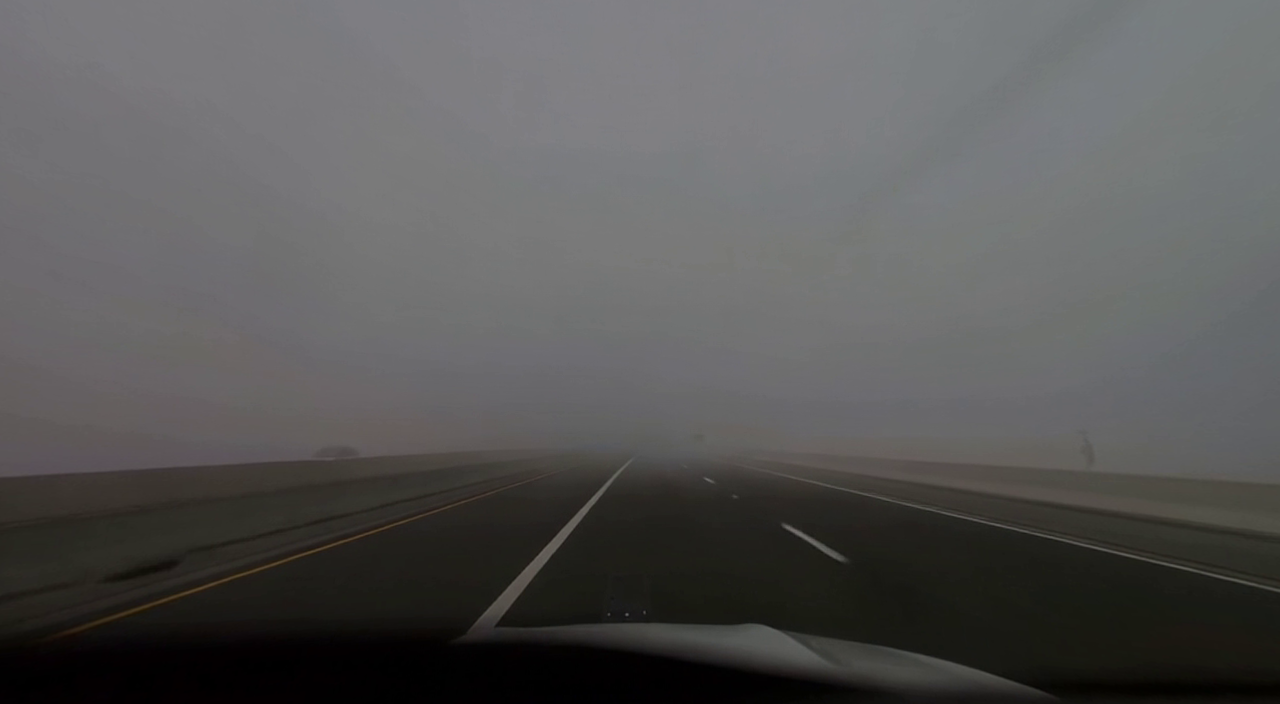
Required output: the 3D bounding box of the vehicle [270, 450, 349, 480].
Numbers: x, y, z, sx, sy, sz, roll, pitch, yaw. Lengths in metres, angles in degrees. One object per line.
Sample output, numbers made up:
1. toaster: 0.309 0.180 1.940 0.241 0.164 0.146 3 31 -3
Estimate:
1. vehicle: -18.387 6.304 35.301 1.874 1.508 4.589 0 -8 1
